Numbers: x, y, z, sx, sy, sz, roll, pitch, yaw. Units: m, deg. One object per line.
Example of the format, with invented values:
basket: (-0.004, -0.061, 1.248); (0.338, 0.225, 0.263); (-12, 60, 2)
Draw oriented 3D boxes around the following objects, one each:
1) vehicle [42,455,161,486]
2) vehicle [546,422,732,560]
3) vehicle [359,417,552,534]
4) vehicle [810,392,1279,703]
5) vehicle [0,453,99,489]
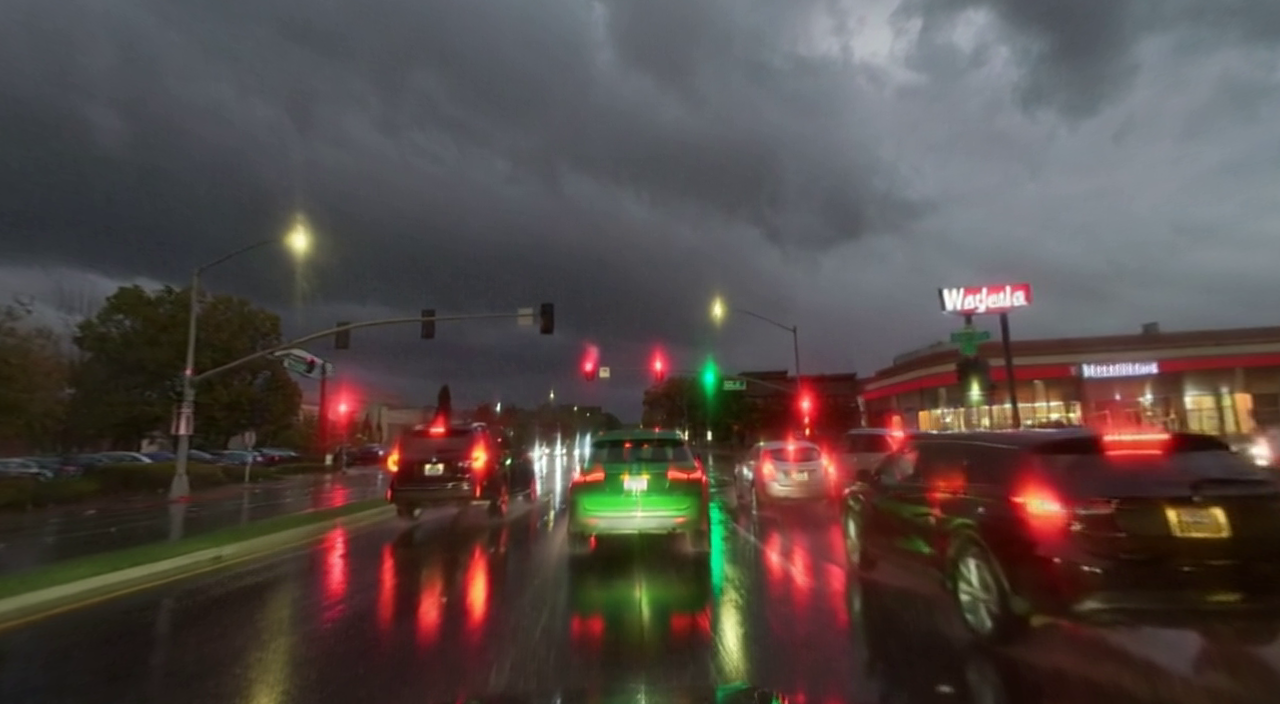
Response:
vehicle: (-27.246, 5.972, 32.152); (4.107, 1.427, 1.883); (3, -9, -23)
vehicle: (-0.018, 1.840, 9.005); (2.071, 1.525, 3.723); (0, -9, 0)
vehicle: (-3.045, 2.166, 11.634); (2.180, 1.708, 4.397); (0, -9, 1)
vehicle: (2.944, 1.261, 5.086); (1.922, 1.508, 4.330); (0, -9, 0)
vehicle: (-28.035, 5.430, 28.910); (4.469, 1.498, 1.908); (4, -9, -25)
